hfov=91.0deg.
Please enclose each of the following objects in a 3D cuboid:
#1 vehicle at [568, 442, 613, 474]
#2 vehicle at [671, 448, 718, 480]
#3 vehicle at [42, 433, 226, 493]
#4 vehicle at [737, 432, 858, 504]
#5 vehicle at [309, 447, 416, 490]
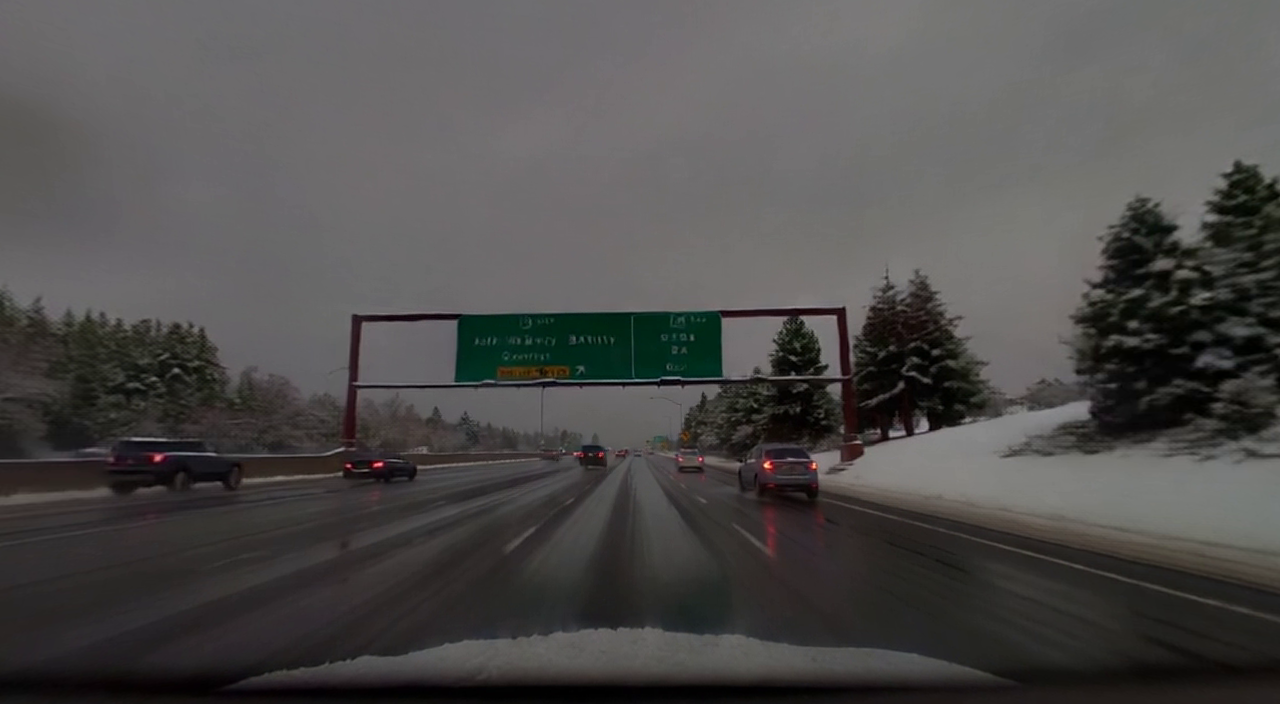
[{"bbox_3d":[-3.061,6.735,40.238,2.449,1.929,5.503,0,-9,0],"label":"vehicle"},{"bbox_3d":[2.785,5.846,33.240,2.126,1.529,4.438,0,-9,1],"label":"vehicle"},{"bbox_3d":[-16.924,3.730,21.502,2.181,1.819,4.830,0,-9,1],"label":"vehicle"},{"bbox_3d":[4.298,3.273,18.156,2.218,1.776,4.807,0,-9,0],"label":"vehicle"},{"bbox_3d":[-10.515,4.422,24.331,1.974,1.472,4.684,0,-9,0],"label":"vehicle"}]
